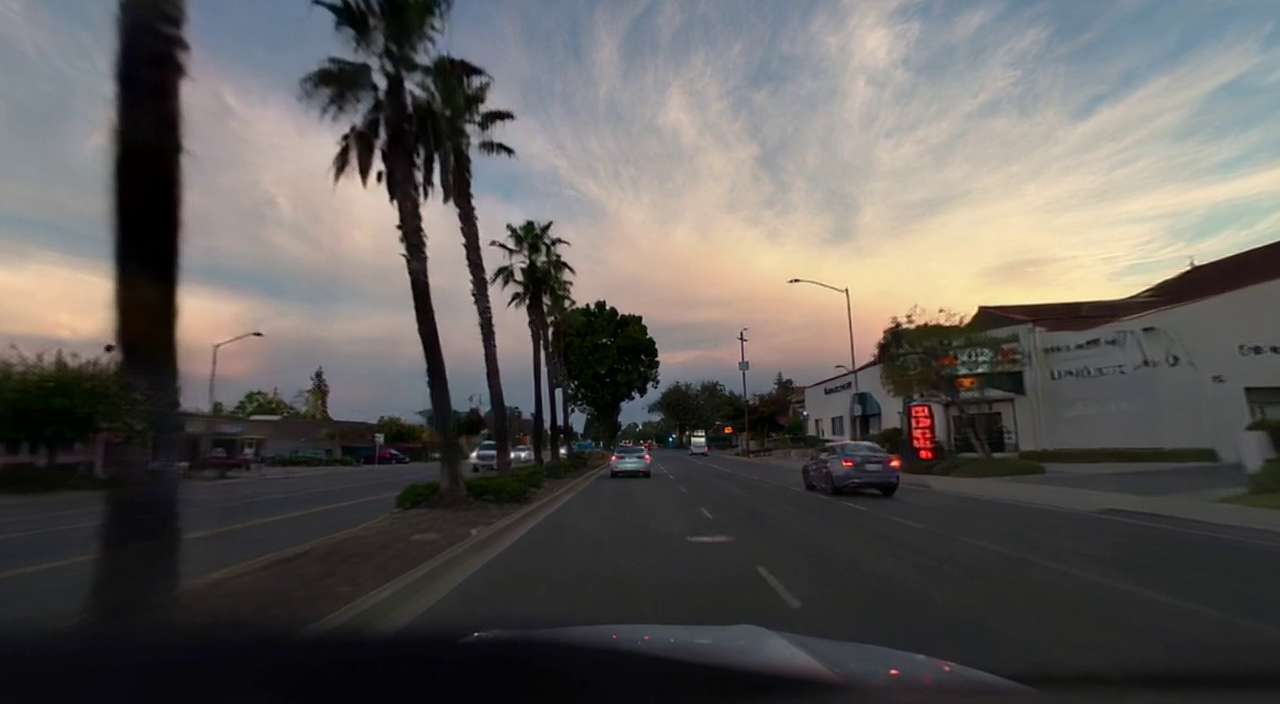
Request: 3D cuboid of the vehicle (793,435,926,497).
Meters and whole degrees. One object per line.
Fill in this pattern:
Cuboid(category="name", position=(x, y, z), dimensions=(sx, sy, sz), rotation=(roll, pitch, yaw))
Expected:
Cuboid(category="vehicle", position=(6.334, 3.355, 18.941), dimensions=(2.244, 1.618, 4.585), rotation=(0, -9, -2))

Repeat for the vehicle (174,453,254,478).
Cuboid(category="vehicle", position=(-31.991, 8.524, 47.535), dimensions=(4.619, 1.748, 2.040), rotation=(8, -12, -41))

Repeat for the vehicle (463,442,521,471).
Cuboid(category="vehicle", position=(-8.347, 5.943, 36.082), dimensions=(2.049, 1.543, 5.131), rotation=(0, -9, 0))

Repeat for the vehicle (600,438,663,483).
Cuboid(category="vehicle", position=(-0.312, 3.987, 23.419), dimensions=(2.106, 1.496, 3.964), rotation=(0, -9, -1))
